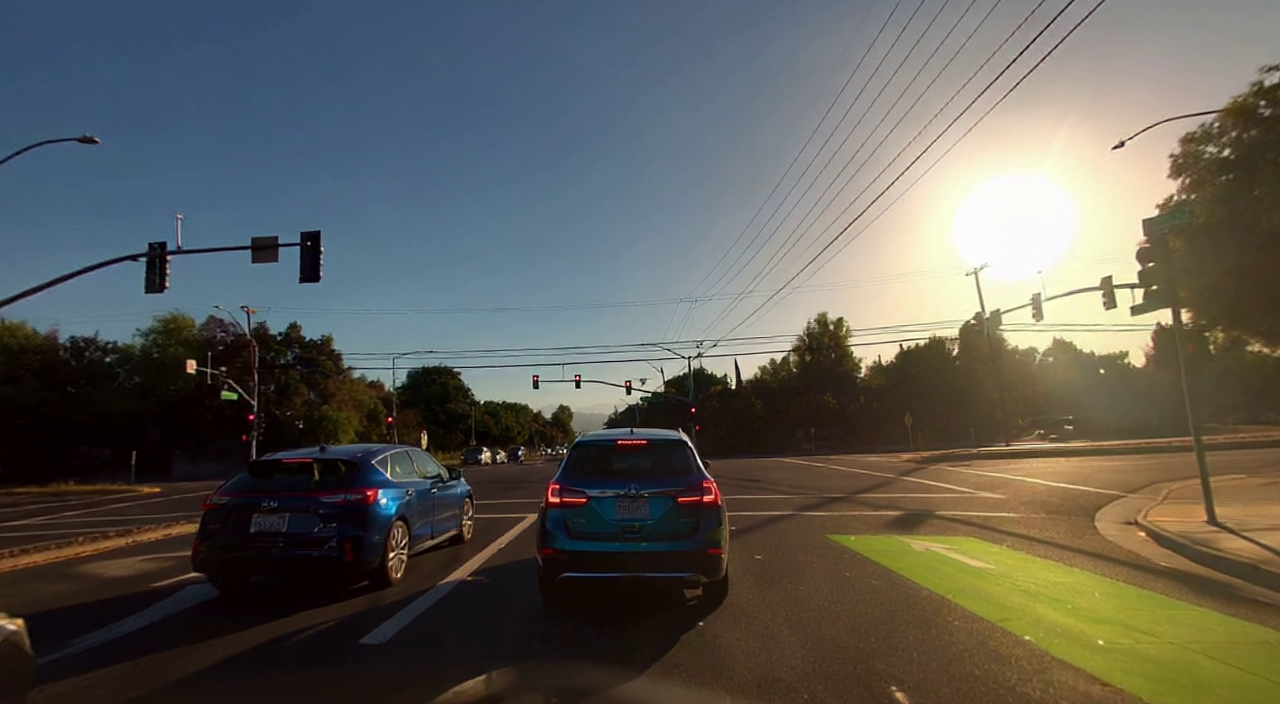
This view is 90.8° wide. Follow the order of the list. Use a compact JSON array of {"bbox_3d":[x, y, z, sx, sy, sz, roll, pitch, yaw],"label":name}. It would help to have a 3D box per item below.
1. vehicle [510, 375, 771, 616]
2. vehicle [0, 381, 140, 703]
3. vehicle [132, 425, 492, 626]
[{"bbox_3d":[-0.033,1.561,7.643,2.036,1.885,5.196,0,-10,-1],"label":"vehicle"},{"bbox_3d":[-3.477,0.573,0.323,2.138,1.488,5.327,0,-8,-1],"label":"vehicle"},{"bbox_3d":[-2.966,1.647,6.810,1.726,1.506,3.840,0,-10,1],"label":"vehicle"}]
